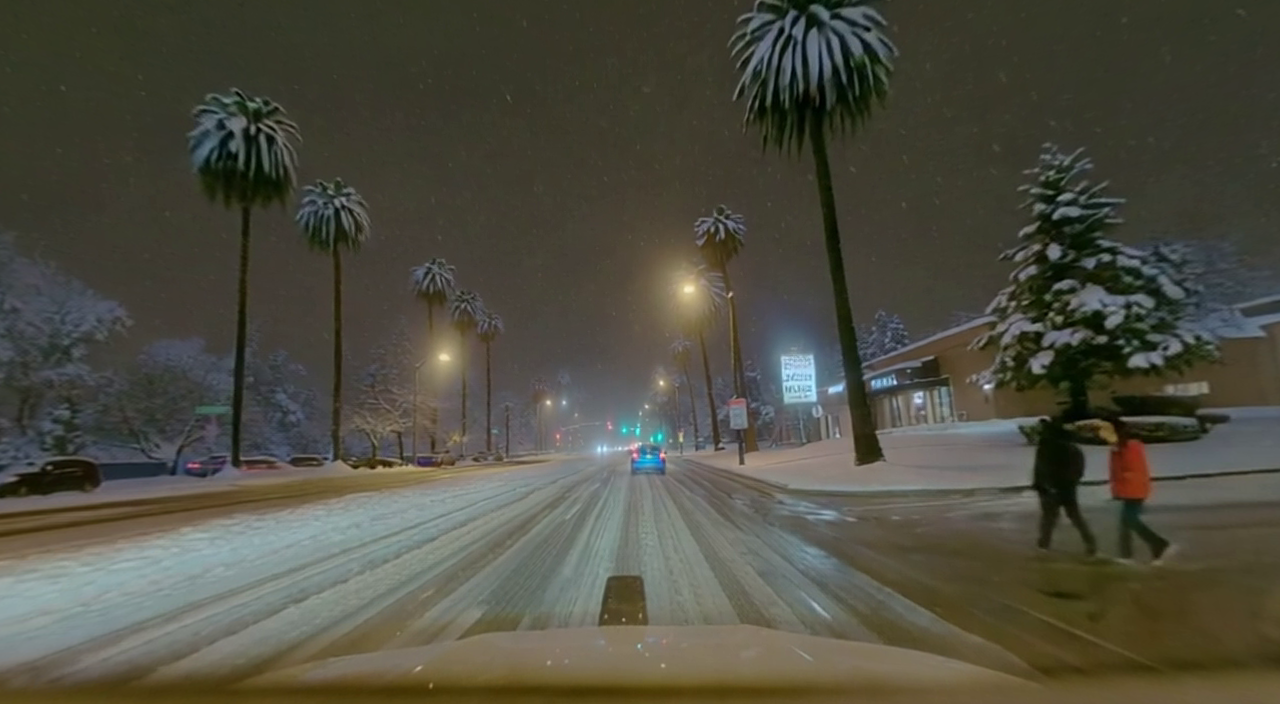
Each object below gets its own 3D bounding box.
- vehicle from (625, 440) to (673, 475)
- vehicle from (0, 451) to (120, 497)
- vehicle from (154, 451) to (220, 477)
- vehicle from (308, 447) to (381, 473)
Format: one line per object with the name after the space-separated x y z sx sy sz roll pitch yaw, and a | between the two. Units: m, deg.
0.388 4.995 29.830 2.144 1.514 4.063 0 -9 -1 | vehicle
-28.607 5.911 30.784 2.047 1.814 4.831 -4 -7 0 | vehicle
-35.250 8.684 48.845 4.727 1.857 2.136 -5 -10 28 | vehicle
-22.869 8.320 48.688 4.672 1.665 1.957 -3 -7 -2 | vehicle
